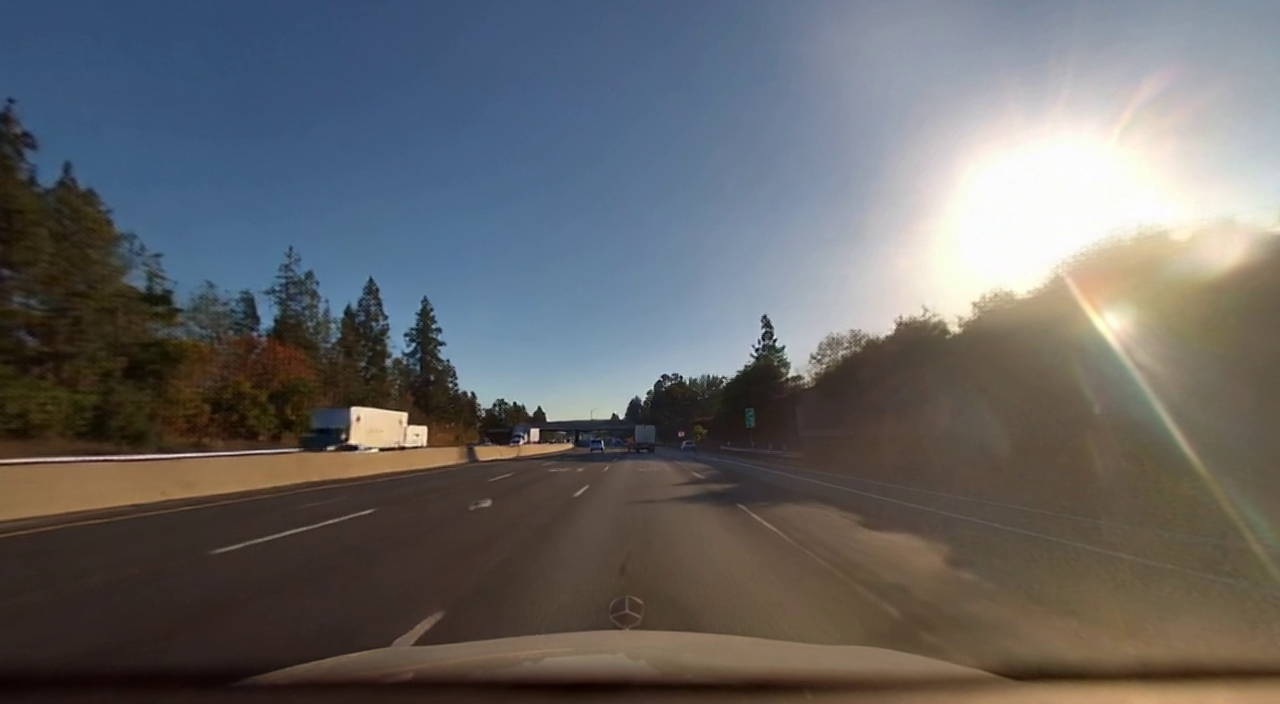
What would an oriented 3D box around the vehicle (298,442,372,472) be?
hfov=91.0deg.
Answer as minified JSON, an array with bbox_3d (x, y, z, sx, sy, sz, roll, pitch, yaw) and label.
[{"bbox_3d":[-15.417,5.308,32.048,1.717,1.410,4.033,0,-8,0],"label":"vehicle"}]

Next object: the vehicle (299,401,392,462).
[{"bbox_3d":[-19.449,5.363,42.072,2.981,3.720,6.191,0,-8,2],"label":"vehicle"}]
